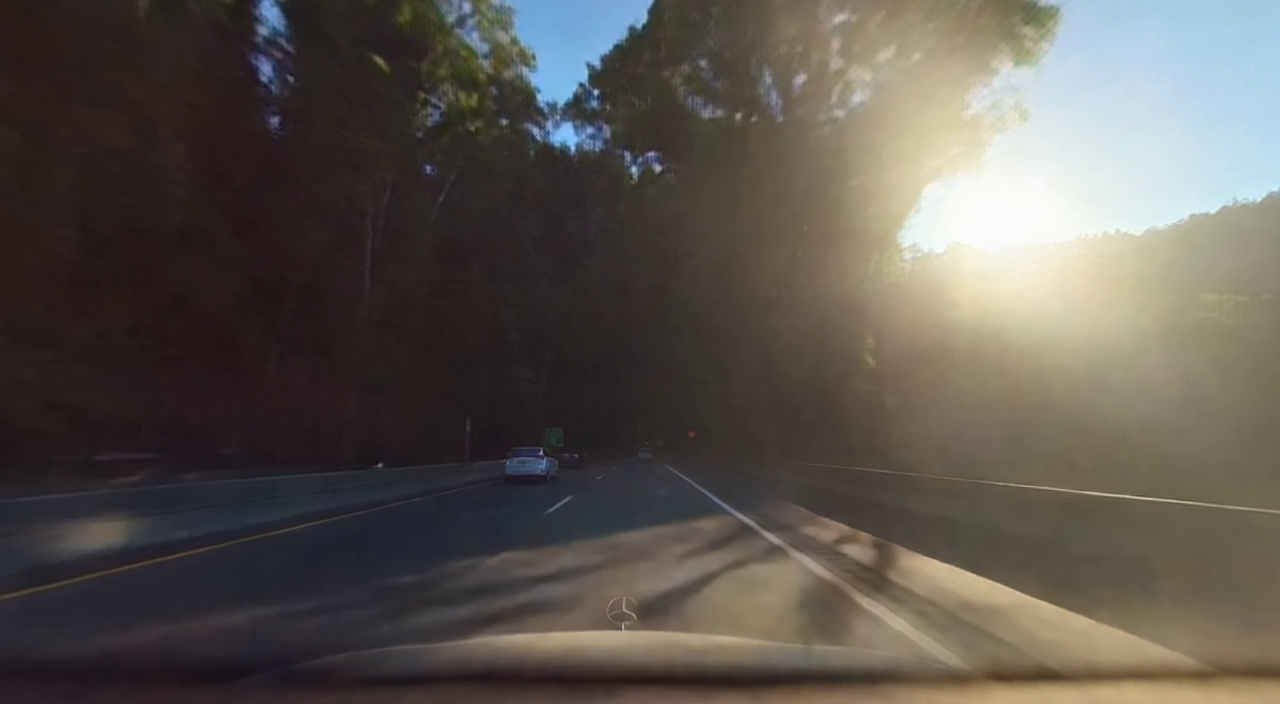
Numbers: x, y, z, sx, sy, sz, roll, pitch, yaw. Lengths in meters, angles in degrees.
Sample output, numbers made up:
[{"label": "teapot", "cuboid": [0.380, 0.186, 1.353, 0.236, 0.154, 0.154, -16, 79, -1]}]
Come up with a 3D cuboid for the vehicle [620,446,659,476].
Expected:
[{"label": "vehicle", "cuboid": [-0.052, 5.886, 34.092, 2.001, 1.490, 3.914, 0, -9, 0]}]

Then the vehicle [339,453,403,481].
[{"label": "vehicle", "cuboid": [-16.027, 6.870, 37.803, 1.811, 1.537, 4.569, 0, -9, 0]}]

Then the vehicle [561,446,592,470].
[{"label": "vehicle", "cuboid": [-4.509, 7.604, 45.381, 1.834, 1.615, 3.624, 0, -9, 0]}]

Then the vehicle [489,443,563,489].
[{"label": "vehicle", "cuboid": [-4.093, 4.172, 23.270, 1.978, 1.538, 3.755, 0, -9, 1]}]
